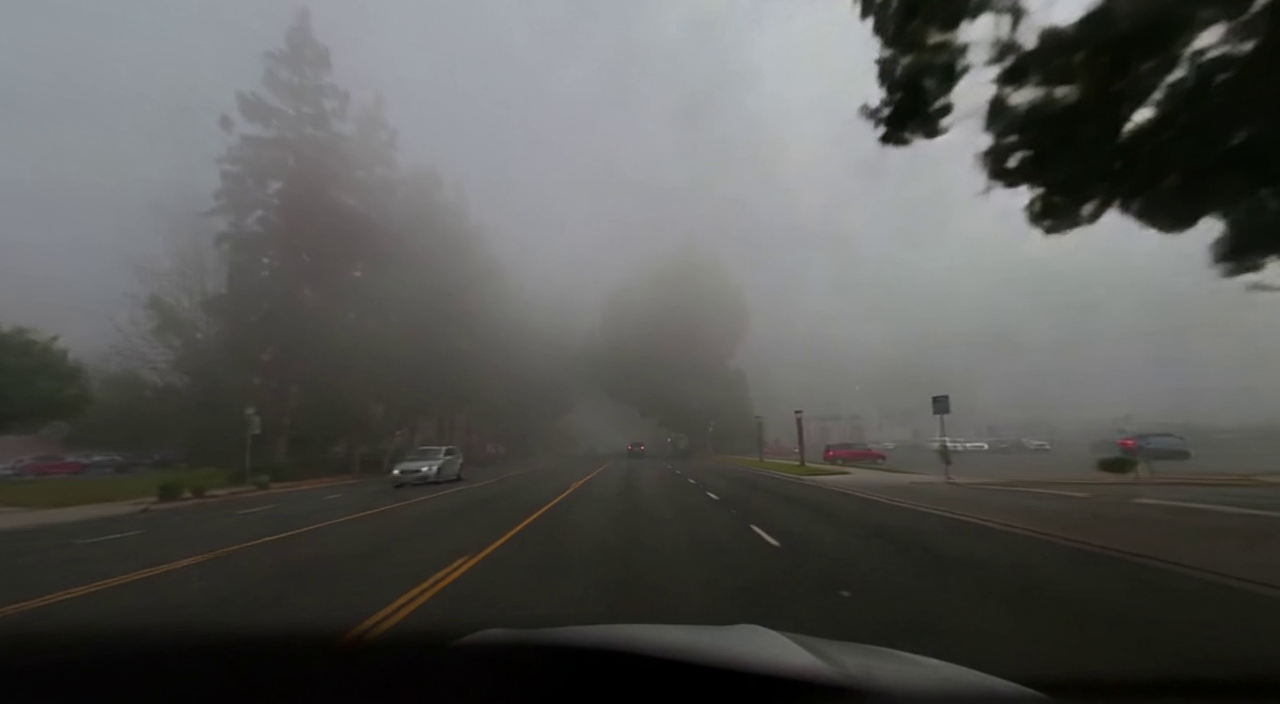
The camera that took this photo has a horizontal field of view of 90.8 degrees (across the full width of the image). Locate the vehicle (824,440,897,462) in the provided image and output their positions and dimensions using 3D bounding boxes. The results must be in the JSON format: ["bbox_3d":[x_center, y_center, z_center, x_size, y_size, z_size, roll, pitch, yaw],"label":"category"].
[{"bbox_3d":[16.676,7.512,47.934,4.665,1.570,2.080,0,-8,-1],"label":"vehicle"}]

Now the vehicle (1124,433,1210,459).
[{"bbox_3d":[31.678,5.645,38.142,1.739,1.473,3.844,0,-8,-3],"label":"vehicle"}]

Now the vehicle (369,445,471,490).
[{"bbox_3d":[-7.815,4.114,22.965,1.969,1.462,4.425,-1,-8,2],"label":"vehicle"}]
